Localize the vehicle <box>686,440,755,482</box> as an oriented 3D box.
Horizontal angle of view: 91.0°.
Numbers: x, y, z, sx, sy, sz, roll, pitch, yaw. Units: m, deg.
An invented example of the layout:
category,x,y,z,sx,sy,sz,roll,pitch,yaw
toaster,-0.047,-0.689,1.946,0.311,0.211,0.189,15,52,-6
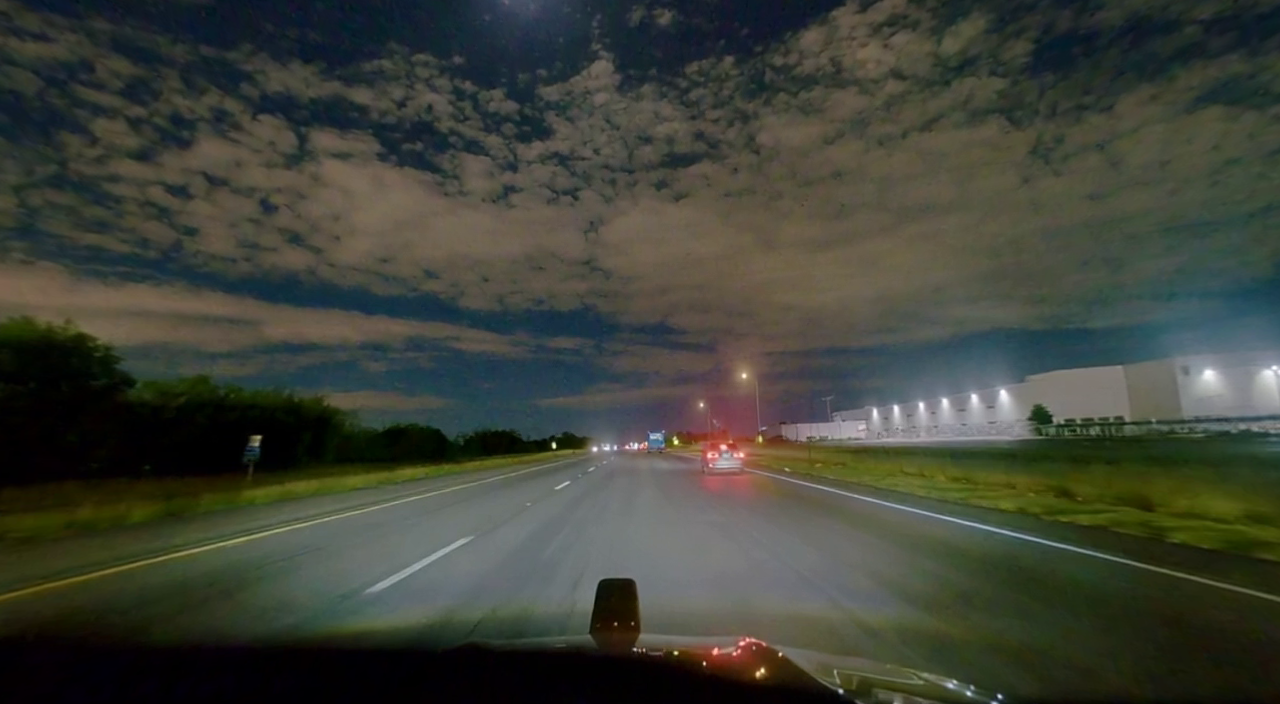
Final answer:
category,x,y,z,sx,sy,sz,roll,pitch,yaw
vehicle,3.005,4.153,24.336,2.048,1.482,3.956,0,-8,-2
